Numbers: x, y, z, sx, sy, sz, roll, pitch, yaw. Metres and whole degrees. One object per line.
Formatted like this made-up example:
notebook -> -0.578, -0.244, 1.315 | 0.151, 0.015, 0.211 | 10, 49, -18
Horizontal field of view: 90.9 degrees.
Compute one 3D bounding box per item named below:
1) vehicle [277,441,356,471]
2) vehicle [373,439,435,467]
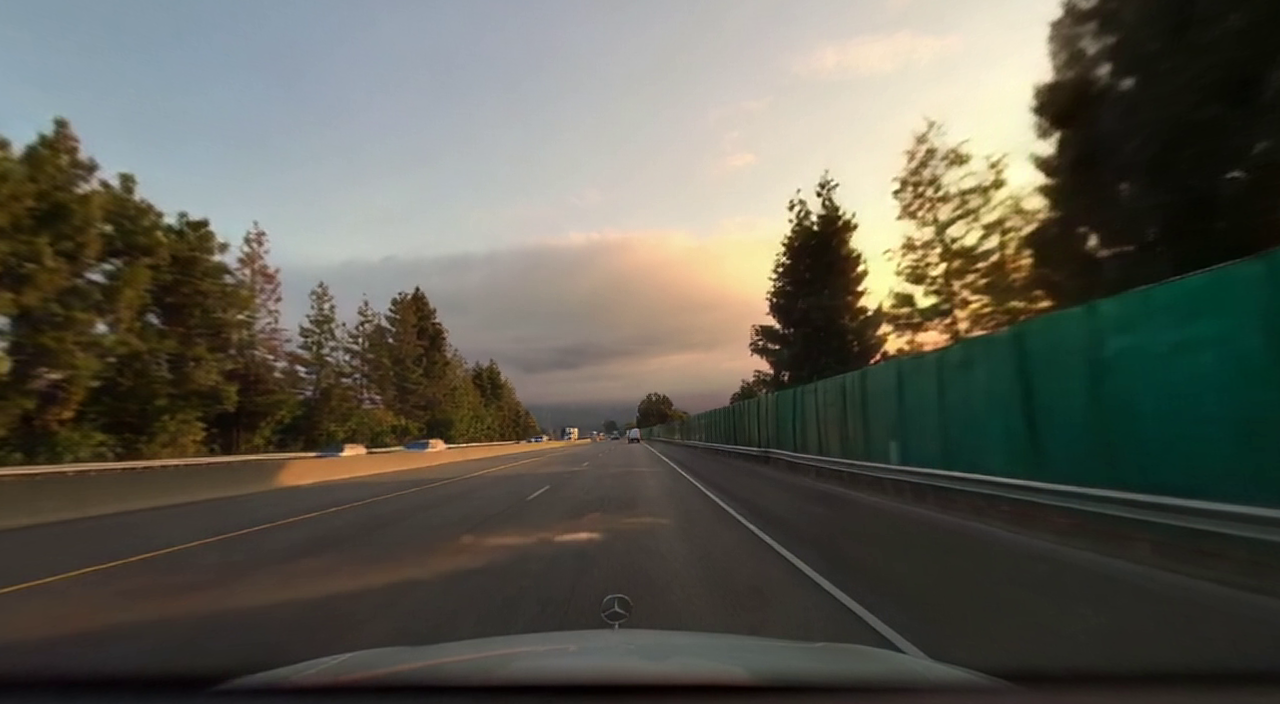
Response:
vehicle -> -17.293, 5.562, 33.930 | 2.040, 1.456, 4.184 | 0, -8, 0
vehicle -> -13.248, 5.654, 35.647 | 1.870, 1.420, 4.366 | 0, -8, -1
